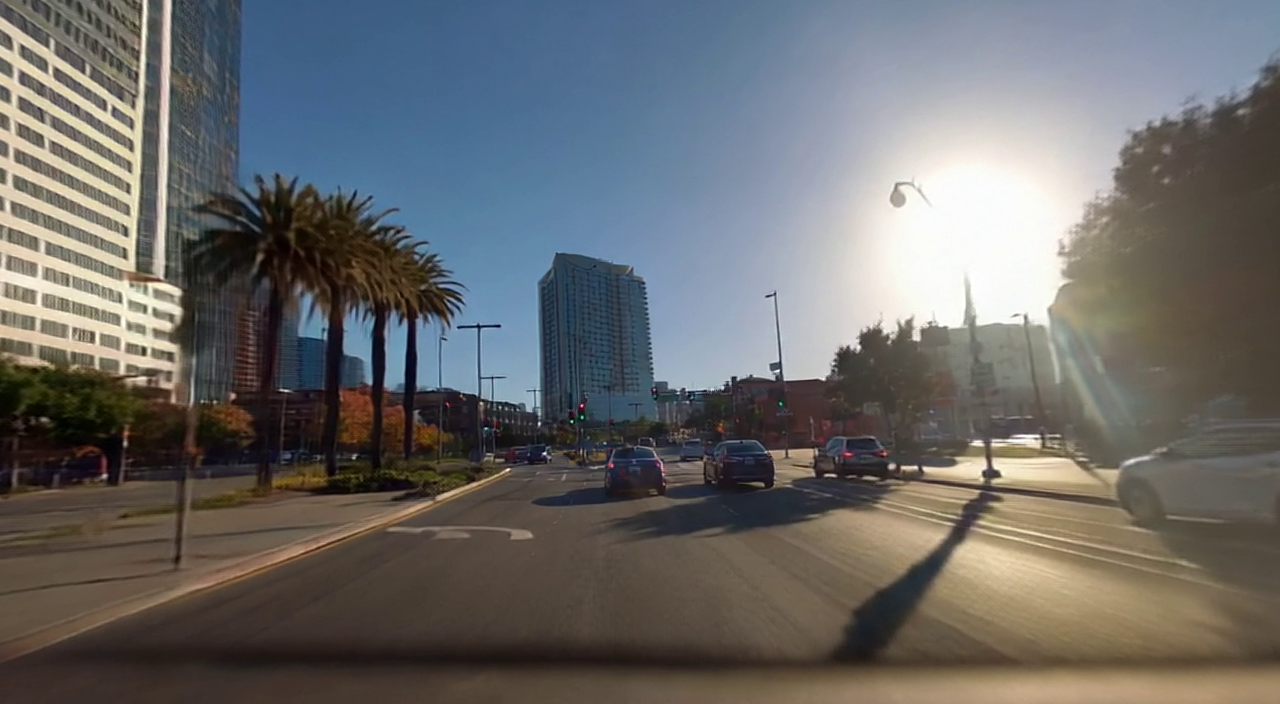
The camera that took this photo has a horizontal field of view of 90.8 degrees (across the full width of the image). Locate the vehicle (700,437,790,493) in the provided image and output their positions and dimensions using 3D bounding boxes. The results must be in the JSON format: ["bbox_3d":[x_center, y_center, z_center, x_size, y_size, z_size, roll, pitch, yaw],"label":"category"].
[{"bbox_3d":[3.047,3.354,19.117,1.909,1.500,3.524,0,-8,-3],"label":"vehicle"}]

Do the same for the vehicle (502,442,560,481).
[{"bbox_3d":[-4.665,4.743,27.683,1.977,1.501,4.435,0,-8,-3],"label":"vehicle"}]

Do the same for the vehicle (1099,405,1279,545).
[{"bbox_3d":[8.865,1.613,8.476,1.946,1.715,4.365,0,-8,-3],"label":"vehicle"}]

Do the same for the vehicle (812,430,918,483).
[{"bbox_3d":[7.884,3.717,22.693,2.000,1.685,4.487,0,-8,-2],"label":"vehicle"}]

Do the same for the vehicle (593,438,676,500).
[{"bbox_3d":[-0.197,3.157,17.417,2.048,1.503,3.681,0,-8,-2],"label":"vehicle"}]
